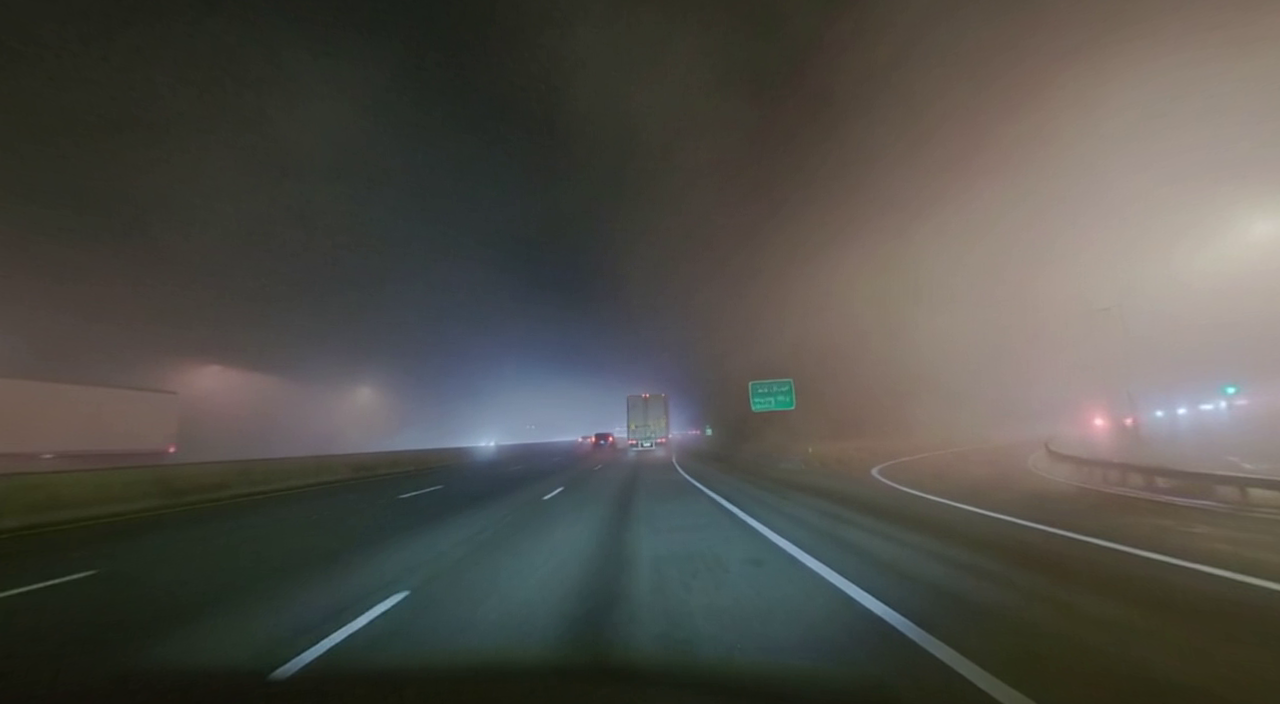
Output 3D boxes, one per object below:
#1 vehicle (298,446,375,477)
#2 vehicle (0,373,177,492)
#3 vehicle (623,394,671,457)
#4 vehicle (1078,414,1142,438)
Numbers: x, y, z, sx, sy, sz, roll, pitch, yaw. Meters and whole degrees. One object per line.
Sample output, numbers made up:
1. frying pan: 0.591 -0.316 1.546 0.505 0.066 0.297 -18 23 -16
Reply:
1. vehicle: -15.665 5.648 32.690 1.846 1.465 4.149 0 -8 1
2. vehicle: -23.591 2.891 22.512 2.940 4.056 14.297 0 -8 1
3. vehicle: 0.459 5.439 45.667 3.024 4.019 10.605 0 -8 0
4. vehicle: 34.232 5.422 45.747 4.346 1.637 2.091 4 -9 -30
